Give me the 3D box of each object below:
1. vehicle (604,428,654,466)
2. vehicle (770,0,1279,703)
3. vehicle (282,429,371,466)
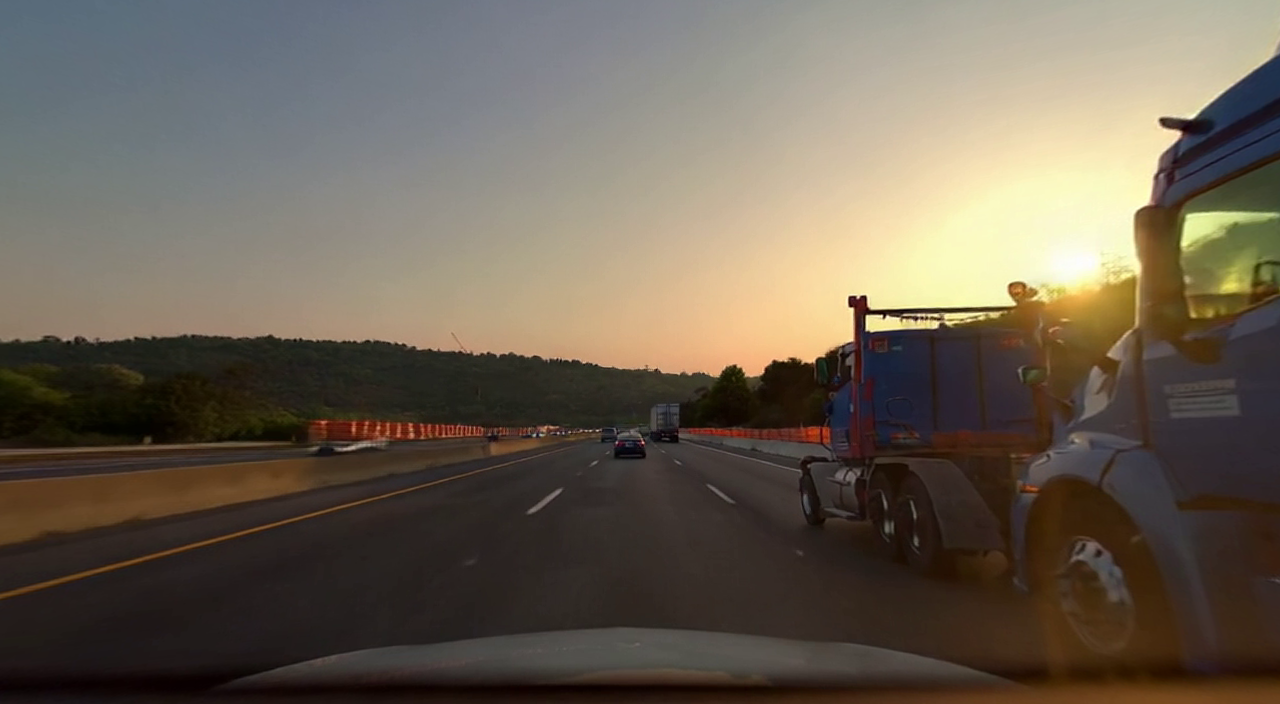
[{"bbox_3d":[-0.474,3.896,26.132,1.929,1.469,3.677,0,-7,-1],"label":"vehicle"},{"bbox_3d":[3.480,0.021,3.514,2.919,3.634,10.888,0,-8,-2],"label":"vehicle"},{"bbox_3d":[-12.969,3.964,26.373,1.755,1.440,3.891,0,-7,-1],"label":"vehicle"}]
